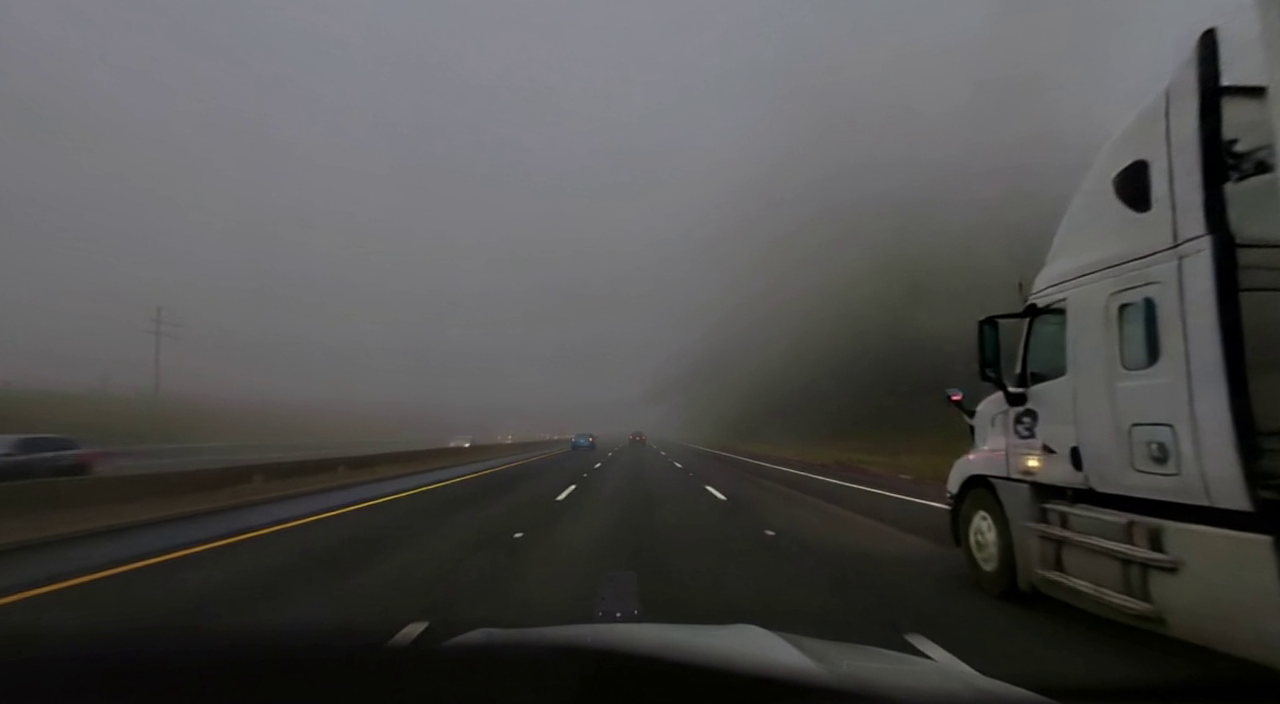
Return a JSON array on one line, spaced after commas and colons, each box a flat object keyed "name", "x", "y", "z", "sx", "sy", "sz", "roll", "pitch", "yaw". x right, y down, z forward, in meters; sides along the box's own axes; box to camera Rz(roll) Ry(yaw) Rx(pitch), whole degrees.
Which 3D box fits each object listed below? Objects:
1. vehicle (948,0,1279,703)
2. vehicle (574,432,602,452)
[{"name": "vehicle", "x": 3.834, "y": -0.266, "z": 1.420, "sx": 3.027, "sy": 3.796, "sz": 6.035, "roll": 0, "pitch": -8, "yaw": -1}, {"name": "vehicle", "x": -4.017, "y": 6.965, "z": 48.867, "sx": 1.930, "sy": 1.484, "sz": 3.849, "roll": 0, "pitch": -8, "yaw": -1}]
